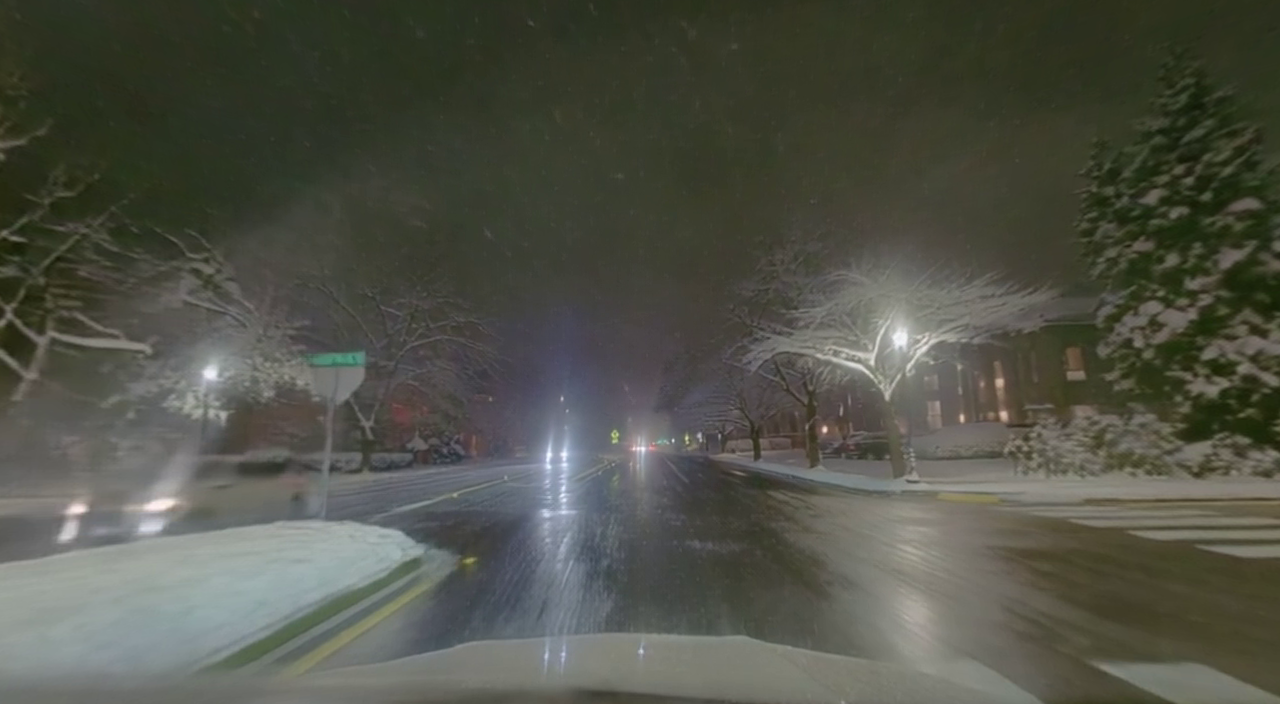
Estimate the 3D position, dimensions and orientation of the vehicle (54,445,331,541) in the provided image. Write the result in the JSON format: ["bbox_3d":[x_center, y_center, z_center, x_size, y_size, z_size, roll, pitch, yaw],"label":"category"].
[{"bbox_3d":[-8.112,2.534,12.142,1.900,1.472,4.574,0,-8,1],"label":"vehicle"}]
